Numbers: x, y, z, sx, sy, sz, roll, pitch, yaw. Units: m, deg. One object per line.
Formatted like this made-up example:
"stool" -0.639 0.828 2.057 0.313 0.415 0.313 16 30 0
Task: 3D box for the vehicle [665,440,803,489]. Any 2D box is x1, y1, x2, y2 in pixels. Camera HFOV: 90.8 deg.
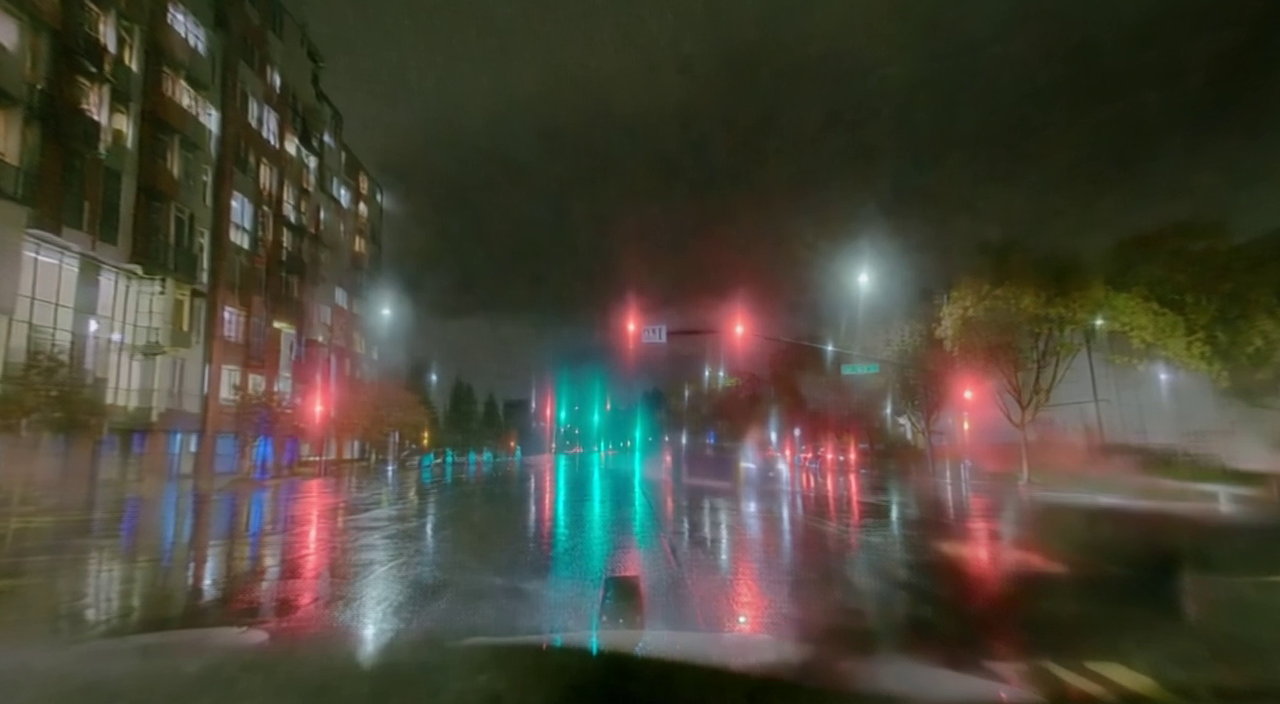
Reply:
"vehicle" 3.041 3.754 21.490 1.933 1.460 4.683 6 -10 -34

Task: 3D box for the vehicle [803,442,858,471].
"vehicle" 13.065 7.168 43.724 2.181 1.876 4.723 0 -8 -2

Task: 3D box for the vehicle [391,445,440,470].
"vehicle" -16.480 7.776 46.668 2.075 1.708 4.335 0 -8 -1
